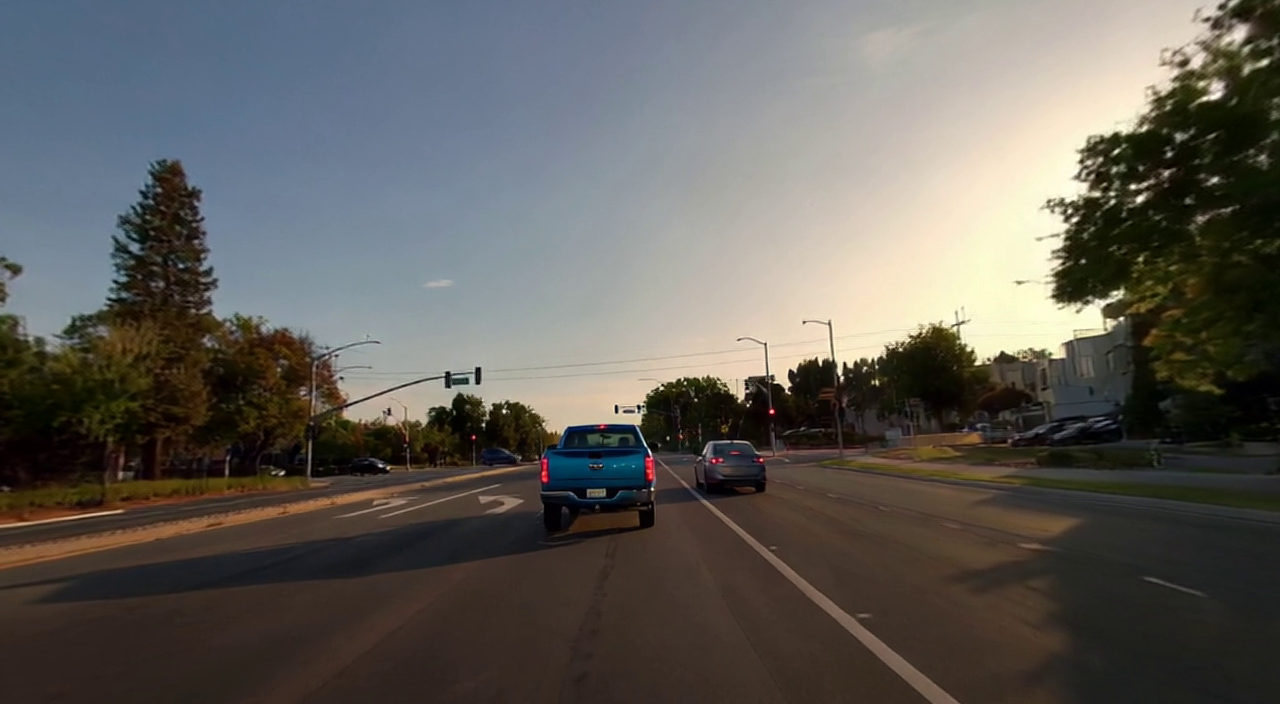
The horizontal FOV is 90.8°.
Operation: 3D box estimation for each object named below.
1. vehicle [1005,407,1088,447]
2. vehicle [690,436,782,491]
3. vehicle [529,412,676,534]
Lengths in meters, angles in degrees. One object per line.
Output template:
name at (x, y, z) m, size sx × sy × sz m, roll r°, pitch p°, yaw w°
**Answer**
vehicle at (30.311, 5.686, 47.289) m, size 2.892 × 2.881 × 4.178 m, roll 2°, pitch -9°, yaw -16°
vehicle at (2.823, 3.392, 19.630) m, size 2.073 × 1.484 × 4.437 m, roll 0°, pitch -8°, yaw -1°
vehicle at (-0.545, 2.119, 11.663) m, size 2.145 × 1.762 × 4.731 m, roll 0°, pitch -8°, yaw 0°
